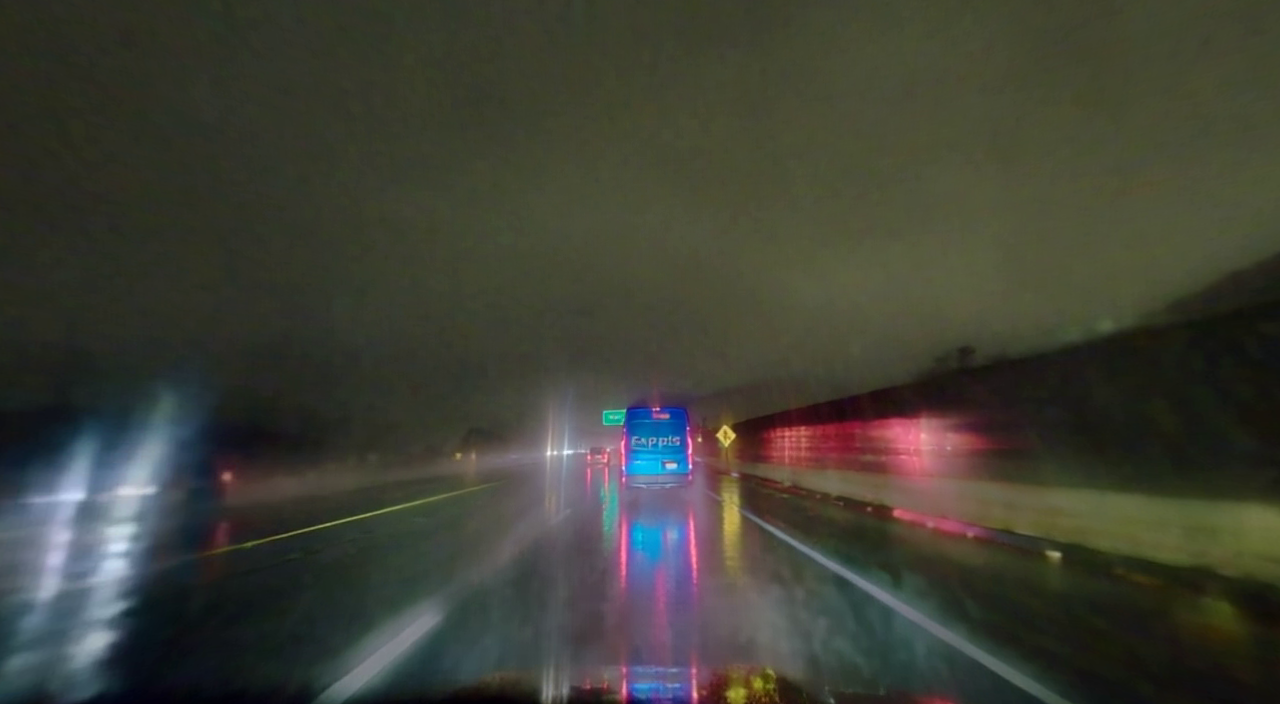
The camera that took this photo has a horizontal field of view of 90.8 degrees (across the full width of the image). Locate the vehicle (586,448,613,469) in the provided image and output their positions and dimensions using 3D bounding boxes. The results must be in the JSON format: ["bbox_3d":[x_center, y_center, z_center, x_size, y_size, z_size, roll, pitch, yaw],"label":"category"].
[{"bbox_3d":[-3.037,8.026,47.506,1.788,1.500,3.475,0,-9,0],"label":"vehicle"}]

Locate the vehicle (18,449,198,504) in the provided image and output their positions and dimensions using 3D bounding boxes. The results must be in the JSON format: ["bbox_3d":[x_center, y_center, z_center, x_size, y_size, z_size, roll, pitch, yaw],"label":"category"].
[{"bbox_3d":[-16.116,3.749,19.459,1.922,1.484,4.118,0,-9,0],"label":"vehicle"}]

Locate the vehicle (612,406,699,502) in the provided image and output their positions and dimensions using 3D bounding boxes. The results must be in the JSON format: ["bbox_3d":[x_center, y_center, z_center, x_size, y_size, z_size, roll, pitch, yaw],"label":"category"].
[{"bbox_3d":[0.335,3.136,19.652,2.332,2.558,5.314,0,-9,-2],"label":"vehicle"}]
